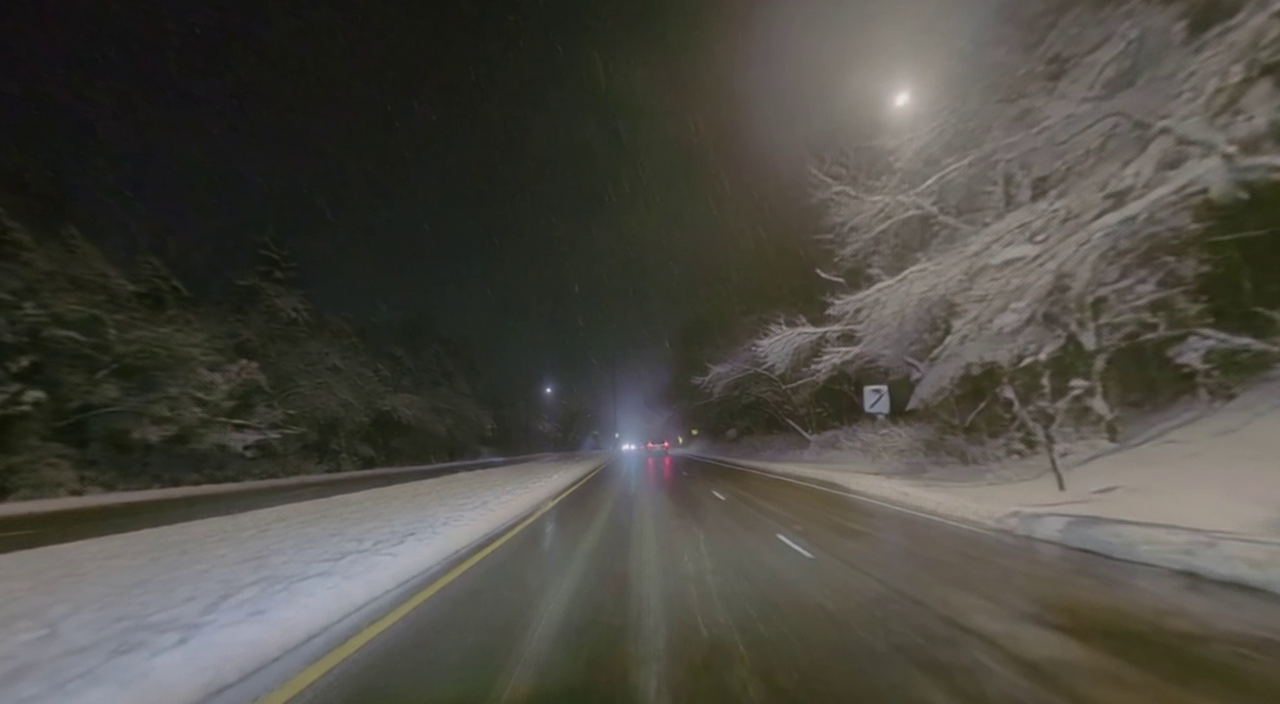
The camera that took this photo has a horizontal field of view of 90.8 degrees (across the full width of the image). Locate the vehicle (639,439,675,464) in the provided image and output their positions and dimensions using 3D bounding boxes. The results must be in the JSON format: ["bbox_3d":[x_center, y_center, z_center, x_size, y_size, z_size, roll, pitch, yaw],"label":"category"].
[{"bbox_3d":[1.208,7.392,47.022,2.183,1.744,4.424,1,-9,-4],"label":"vehicle"}]

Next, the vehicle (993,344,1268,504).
[{"bbox_3d":[10.986,1.762,14.907,3.250,3.147,4.411,-1,-9,11],"label":"vehicle"}]
